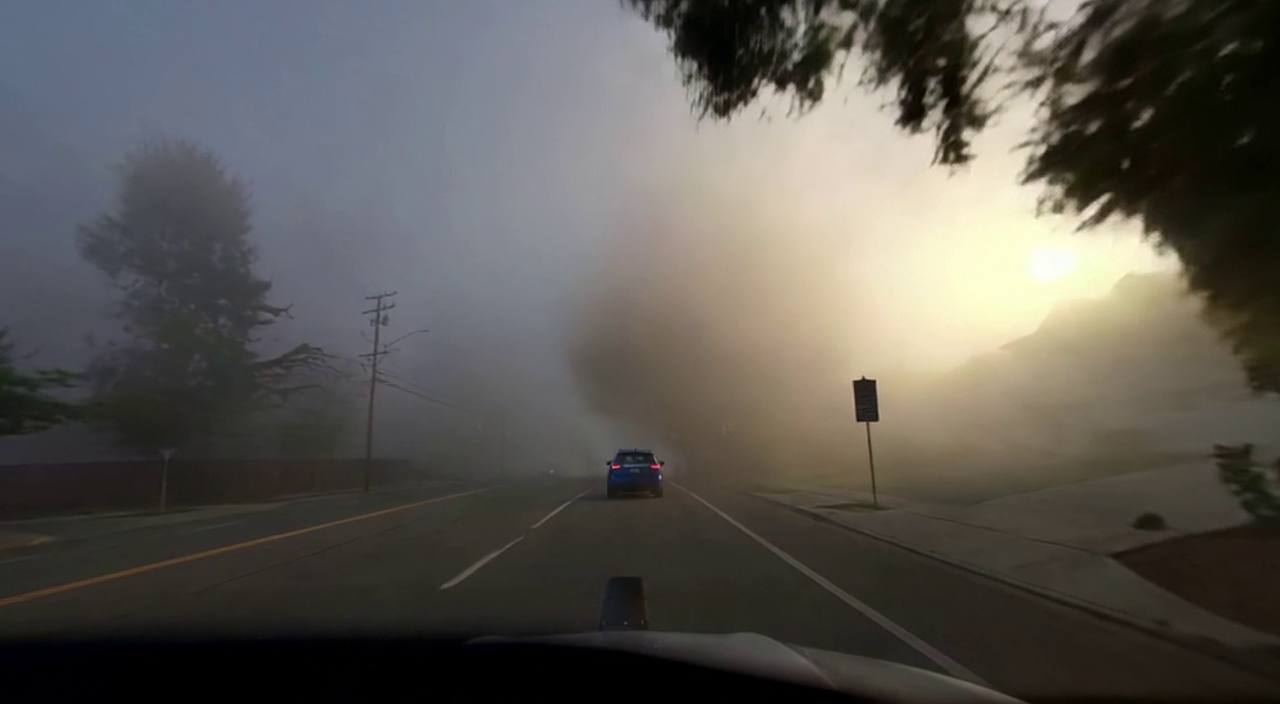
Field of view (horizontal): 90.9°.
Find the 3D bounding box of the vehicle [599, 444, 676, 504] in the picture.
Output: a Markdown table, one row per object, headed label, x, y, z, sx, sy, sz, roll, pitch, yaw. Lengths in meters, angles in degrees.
| label | x | y | z | sx | sy | sz | roll | pitch | yaw |
| --- | --- | --- | --- | --- | --- | --- | --- | --- | --- |
| vehicle | -0.086 | 3.761 | 19.948 | 2.200 | 1.653 | 4.127 | 0 | -8 | 0 |
